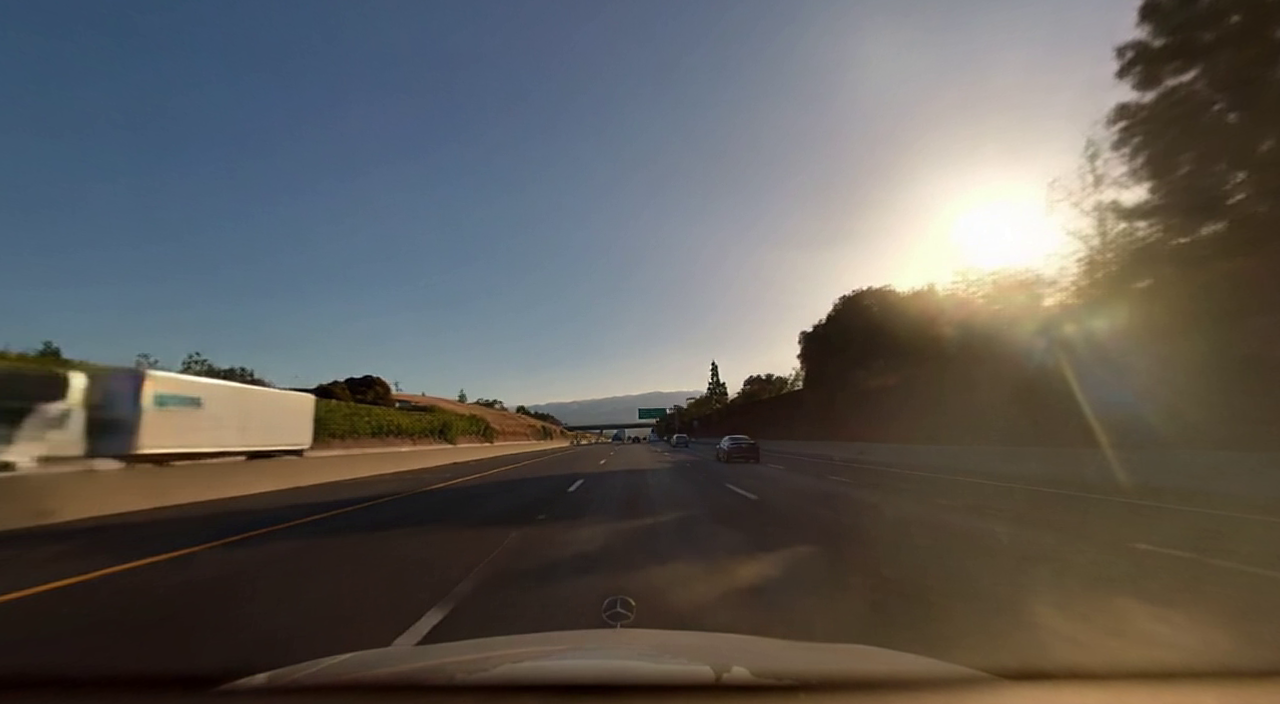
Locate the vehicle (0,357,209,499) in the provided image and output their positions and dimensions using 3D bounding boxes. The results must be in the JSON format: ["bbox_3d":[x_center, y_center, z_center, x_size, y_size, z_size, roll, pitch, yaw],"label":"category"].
[{"bbox_3d":[-18.122,2.446,20.354,3.380,3.797,6.784,1,-7,-1],"label":"vehicle"}]

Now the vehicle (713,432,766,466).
[{"bbox_3d":[4.586,4.526,29.584,1.802,1.492,3.804,0,-8,-1],"label":"vehicle"}]
